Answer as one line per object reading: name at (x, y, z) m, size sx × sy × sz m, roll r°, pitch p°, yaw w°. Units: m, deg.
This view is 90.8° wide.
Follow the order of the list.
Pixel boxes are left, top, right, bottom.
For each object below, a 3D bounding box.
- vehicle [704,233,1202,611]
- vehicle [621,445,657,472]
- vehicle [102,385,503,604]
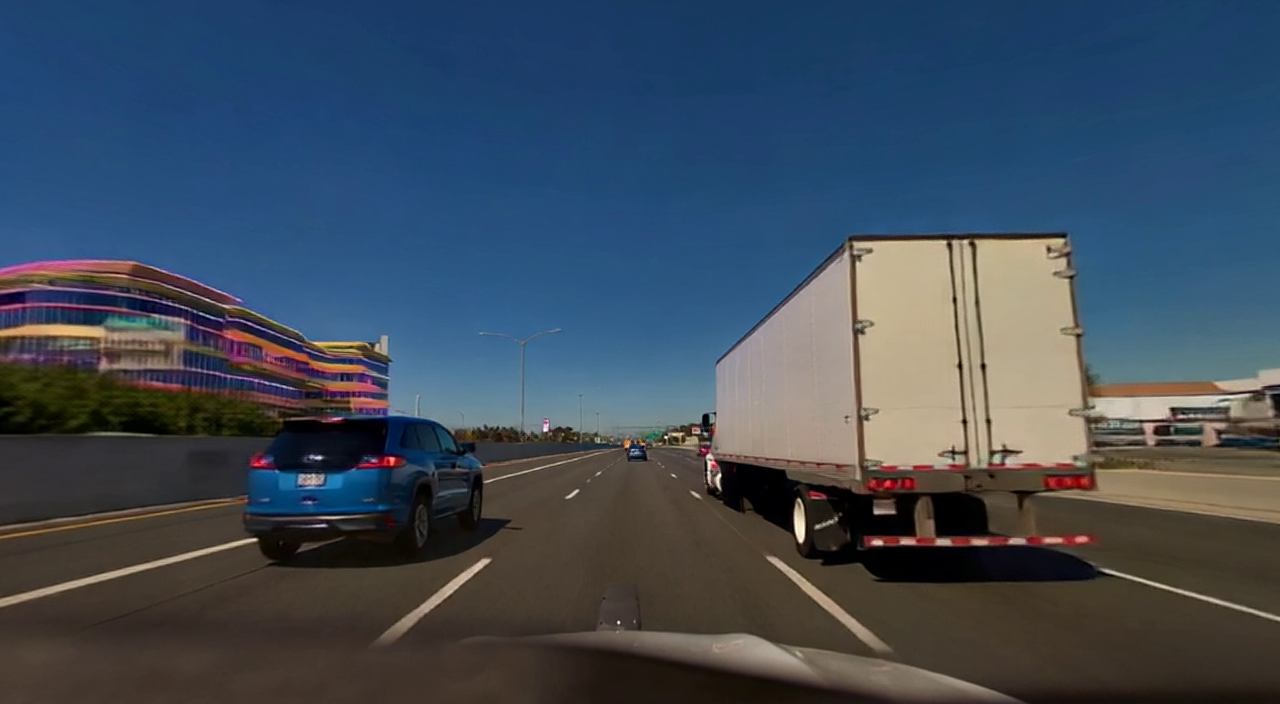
vehicle at (3.242, 1.350, 11.026) m, size 2.934 × 3.325 × 10.986 m, roll 0°, pitch -8°, yaw -1°
vehicle at (-0.072, 5.953, 35.590) m, size 1.929 × 1.395 × 3.999 m, roll 0°, pitch -8°, yaw 0°
vehicle at (-3.320, 1.531, 7.665) m, size 2.229 × 1.806 × 4.698 m, roll 0°, pitch -8°, yaw 0°
